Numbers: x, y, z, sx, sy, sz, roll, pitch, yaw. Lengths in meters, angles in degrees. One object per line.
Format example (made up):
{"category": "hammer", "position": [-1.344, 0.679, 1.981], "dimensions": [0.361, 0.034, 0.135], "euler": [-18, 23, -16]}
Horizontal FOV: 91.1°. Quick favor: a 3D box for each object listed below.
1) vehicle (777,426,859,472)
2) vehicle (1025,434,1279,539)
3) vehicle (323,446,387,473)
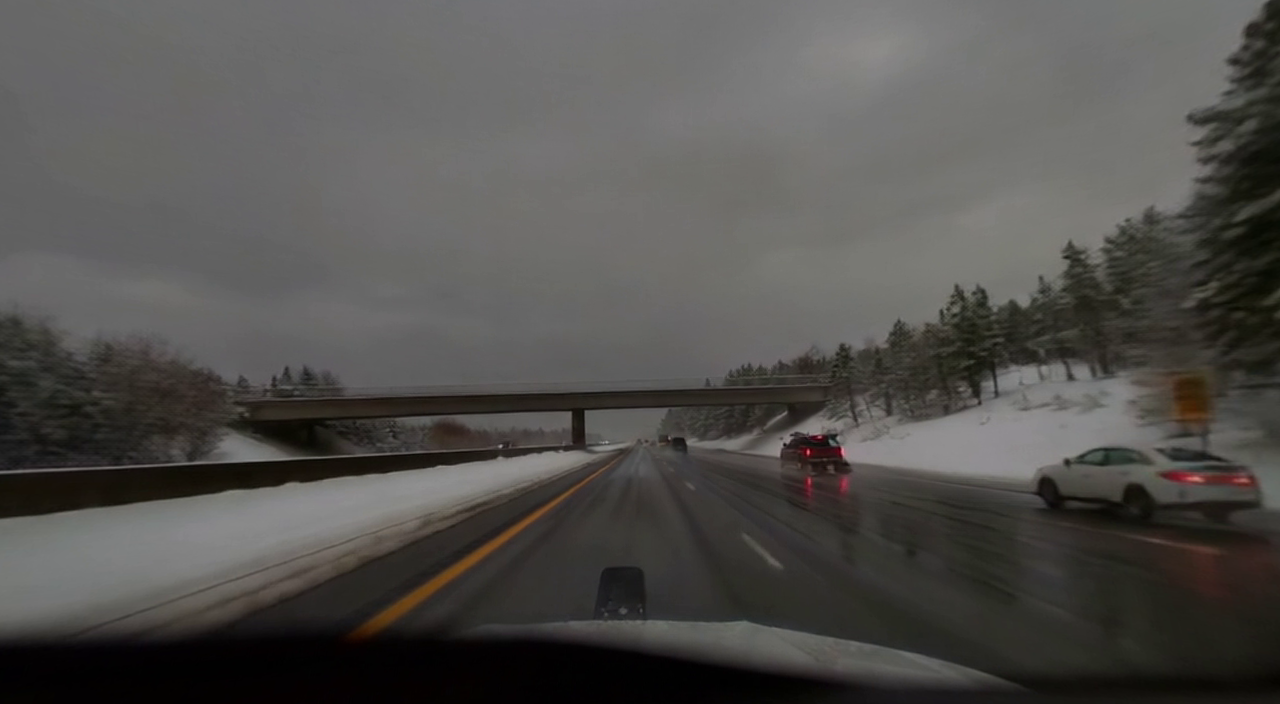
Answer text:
{"category": "vehicle", "position": [8.678, 4.809, 31.234], "dimensions": [2.362, 2.037, 5.409], "euler": [0, -9, -1]}
{"category": "vehicle", "position": [9.066, 2.213, 11.002], "dimensions": [1.927, 1.472, 4.076], "euler": [0, -9, -2]}
{"category": "vehicle", "position": [-16.968, 6.406, 37.619], "dimensions": [1.792, 1.478, 4.262], "euler": [0, -8, 0]}
